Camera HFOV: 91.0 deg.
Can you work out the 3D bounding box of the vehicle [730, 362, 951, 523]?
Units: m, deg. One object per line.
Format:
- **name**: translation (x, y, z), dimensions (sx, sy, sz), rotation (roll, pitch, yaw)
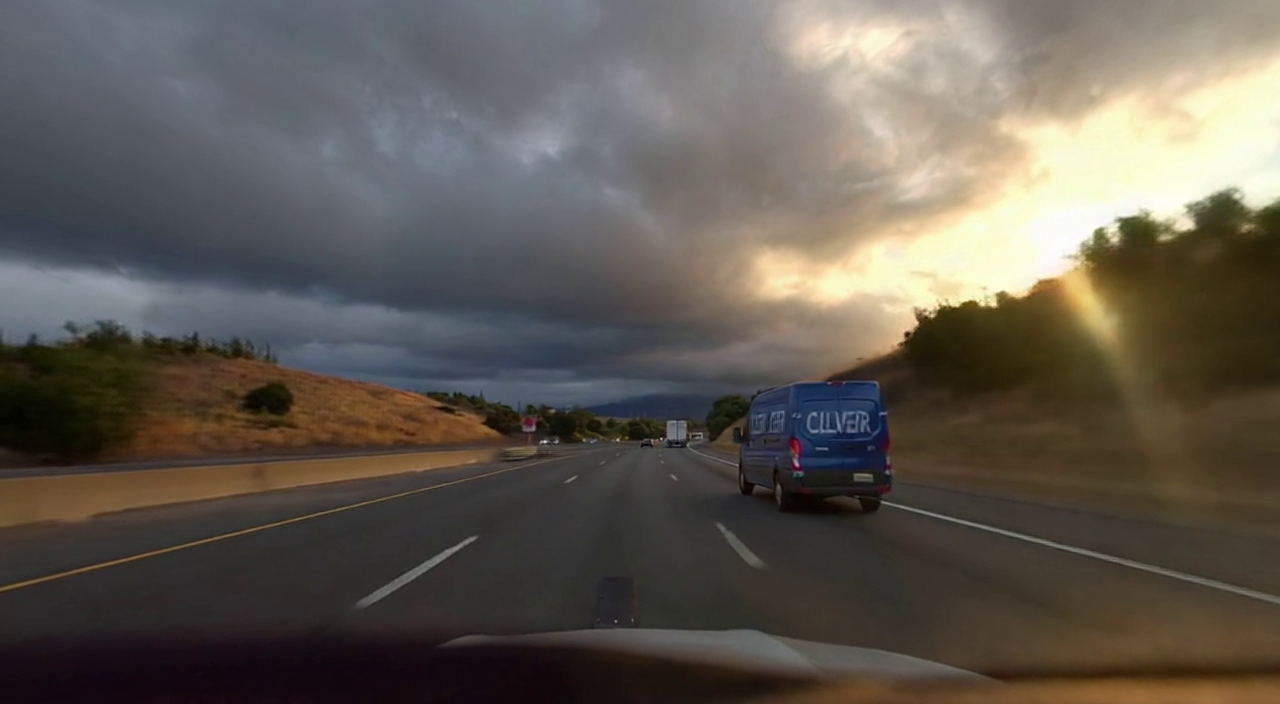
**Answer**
- **vehicle**: translation (3.599, 1.828, 12.872), dimensions (2.485, 2.562, 5.535), rotation (0, -8, -2)
